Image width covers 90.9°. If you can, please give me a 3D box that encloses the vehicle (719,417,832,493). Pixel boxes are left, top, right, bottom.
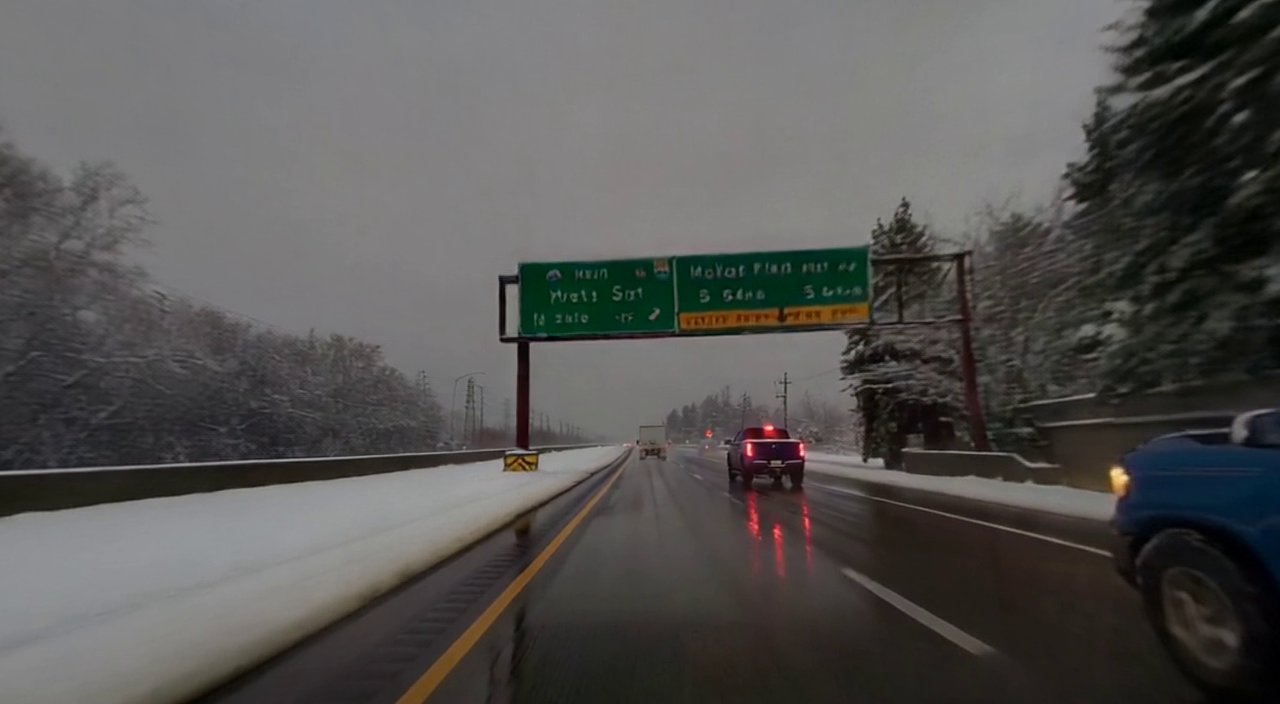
[{"bbox_3d":[4.276,3.416,21.155,2.594,2.155,5.670,-1,-9,1],"label":"vehicle"}]

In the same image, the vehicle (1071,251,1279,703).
[{"bbox_3d":[3.535,0.424,0.971,2.145,2.069,5.057,-1,-9,1],"label":"vehicle"}]

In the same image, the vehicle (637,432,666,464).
[{"bbox_3d":[0.890,7.404,48.665,2.099,2.260,4.899,-1,-9,0],"label":"vehicle"}]
